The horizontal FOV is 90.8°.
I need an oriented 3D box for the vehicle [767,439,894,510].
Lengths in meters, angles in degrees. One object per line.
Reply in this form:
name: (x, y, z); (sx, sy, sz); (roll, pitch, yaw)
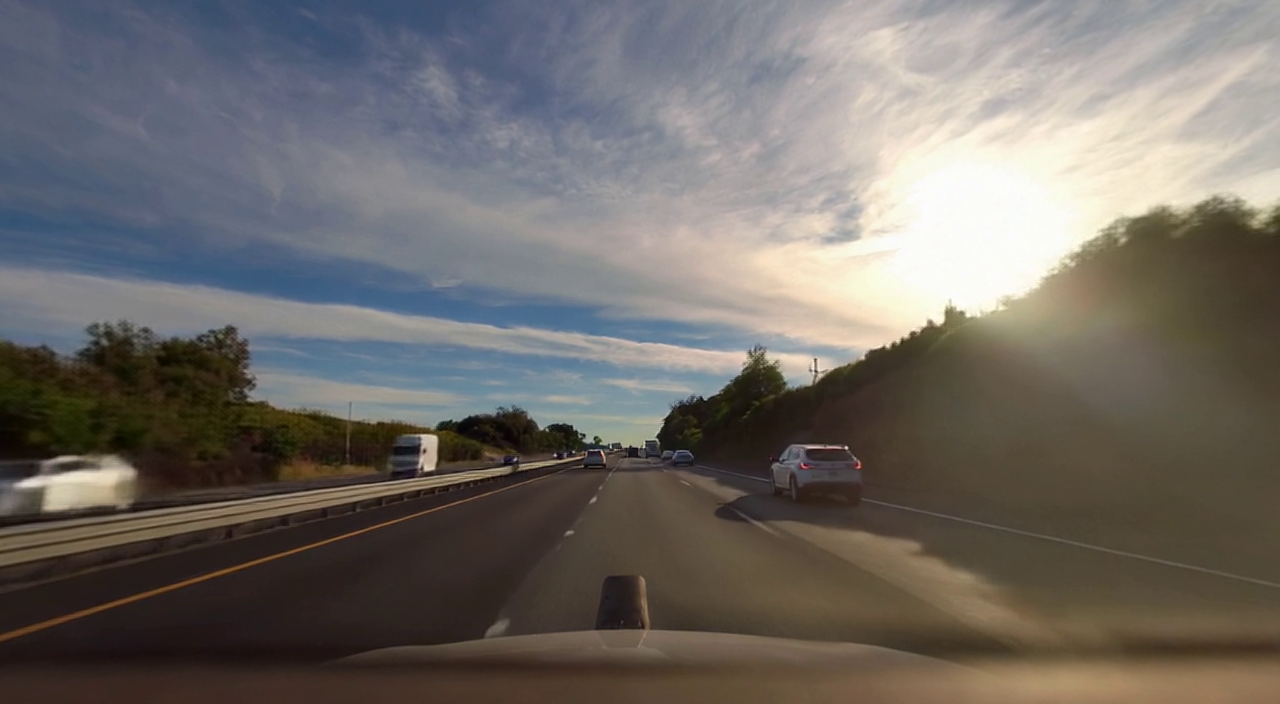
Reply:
vehicle: (4.683, 3.060, 16.136); (1.903, 1.566, 3.866); (0, -9, -2)

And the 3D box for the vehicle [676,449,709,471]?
vehicle: (3.586, 7.459, 43.762); (1.846, 1.480, 3.694); (0, -9, -2)

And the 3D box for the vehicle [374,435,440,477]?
vehicle: (-15.486, 6.932, 42.346); (2.246, 2.611, 5.858); (0, -9, -1)

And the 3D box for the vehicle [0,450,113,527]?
vehicle: (-14.958, 3.053, 14.242); (2.034, 1.647, 4.778); (0, -9, -1)

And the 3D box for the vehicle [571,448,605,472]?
vehicle: (-3.446, 7.252, 42.411); (2.021, 1.507, 4.272); (0, -9, -1)
